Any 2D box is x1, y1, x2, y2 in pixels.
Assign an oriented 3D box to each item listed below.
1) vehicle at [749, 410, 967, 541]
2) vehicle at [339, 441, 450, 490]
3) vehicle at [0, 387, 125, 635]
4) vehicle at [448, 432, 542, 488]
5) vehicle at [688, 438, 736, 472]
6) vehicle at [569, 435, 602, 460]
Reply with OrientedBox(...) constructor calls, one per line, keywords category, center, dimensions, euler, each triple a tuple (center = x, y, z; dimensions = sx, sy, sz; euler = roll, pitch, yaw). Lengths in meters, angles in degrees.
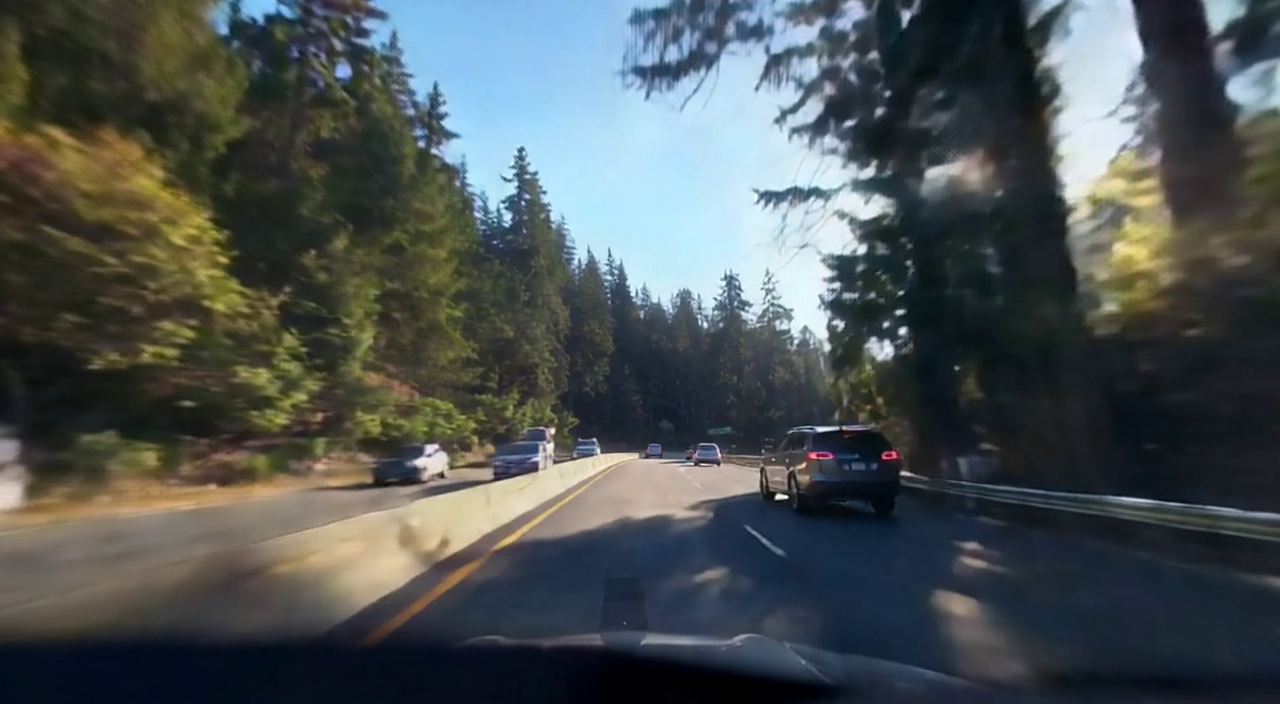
OrientedBox(category="vehicle", center=(3.621, 2.168, 11.750), dimensions=(2.270, 1.897, 4.822), euler=(0, -8, -1))
OrientedBox(category="vehicle", center=(-8.182, 3.801, 21.539), dimensions=(1.909, 1.486, 4.382), euler=(0, -8, 2))
OrientedBox(category="vehicle", center=(-5.548, 0.935, 3.199), dimensions=(2.146, 1.707, 4.326), euler=(0, -8, 1))
OrientedBox(category="vehicle", center=(-4.831, 3.666, 21.726), dimensions=(2.054, 1.683, 4.384), euler=(0, -8, 2))
OrientedBox(category="vehicle", center=(3.879, 5.640, 34.702), dimensions=(2.112, 1.708, 4.380), euler=(0, -8, 0))
OrientedBox(category="vehicle", center=(-4.057, 7.201, 47.585), dimensions=(1.965, 1.727, 4.041), euler=(-1, -8, 3))
